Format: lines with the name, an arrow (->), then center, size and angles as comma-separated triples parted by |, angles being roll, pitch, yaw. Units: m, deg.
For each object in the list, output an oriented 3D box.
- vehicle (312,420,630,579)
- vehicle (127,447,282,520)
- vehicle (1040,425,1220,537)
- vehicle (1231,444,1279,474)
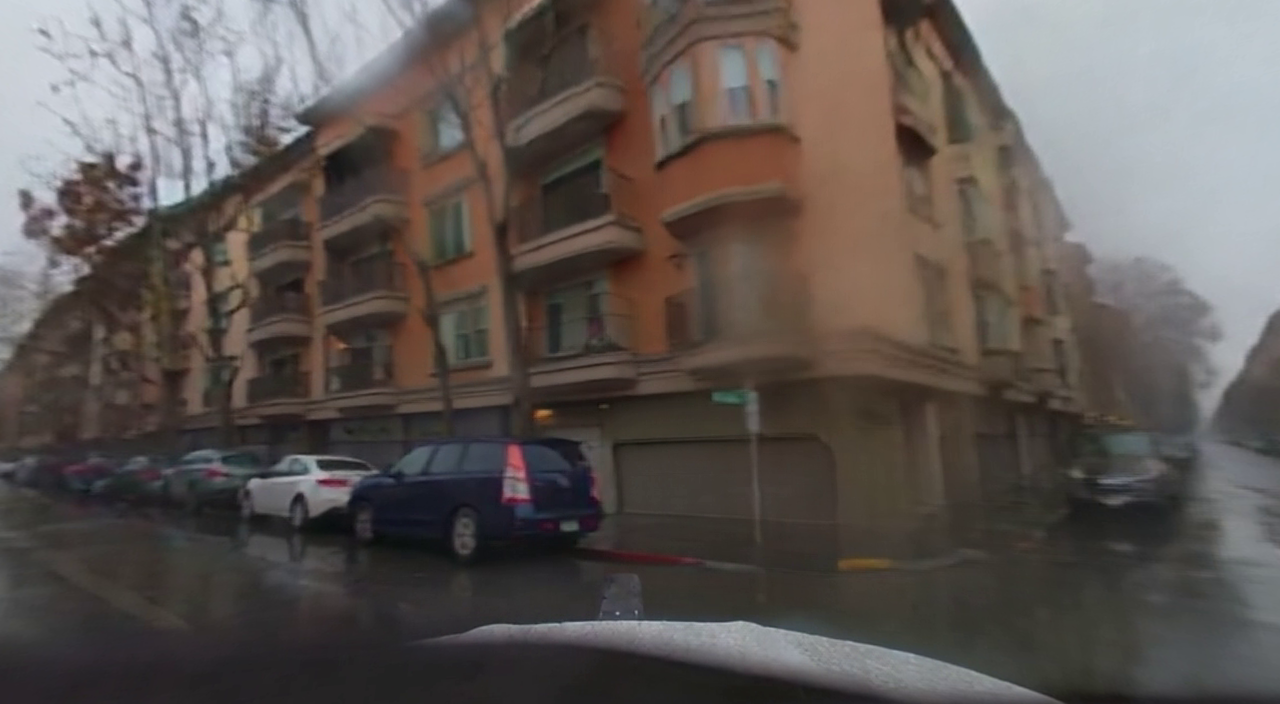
vehicle -> -2.560, 1.875, 8.899 | 4.679, 1.631, 2.025 | -8, -11, 40
vehicle -> -11.482, 3.327, 16.503 | 4.543, 1.595, 1.968 | -7, -10, 38
vehicle -> 7.948, 1.979, 10.291 | 1.882, 1.459, 3.518 | -7, -10, 38
vehicle -> 37.108, 6.346, 37.607 | 2.341, 1.675, 4.360 | -8, -11, 40
